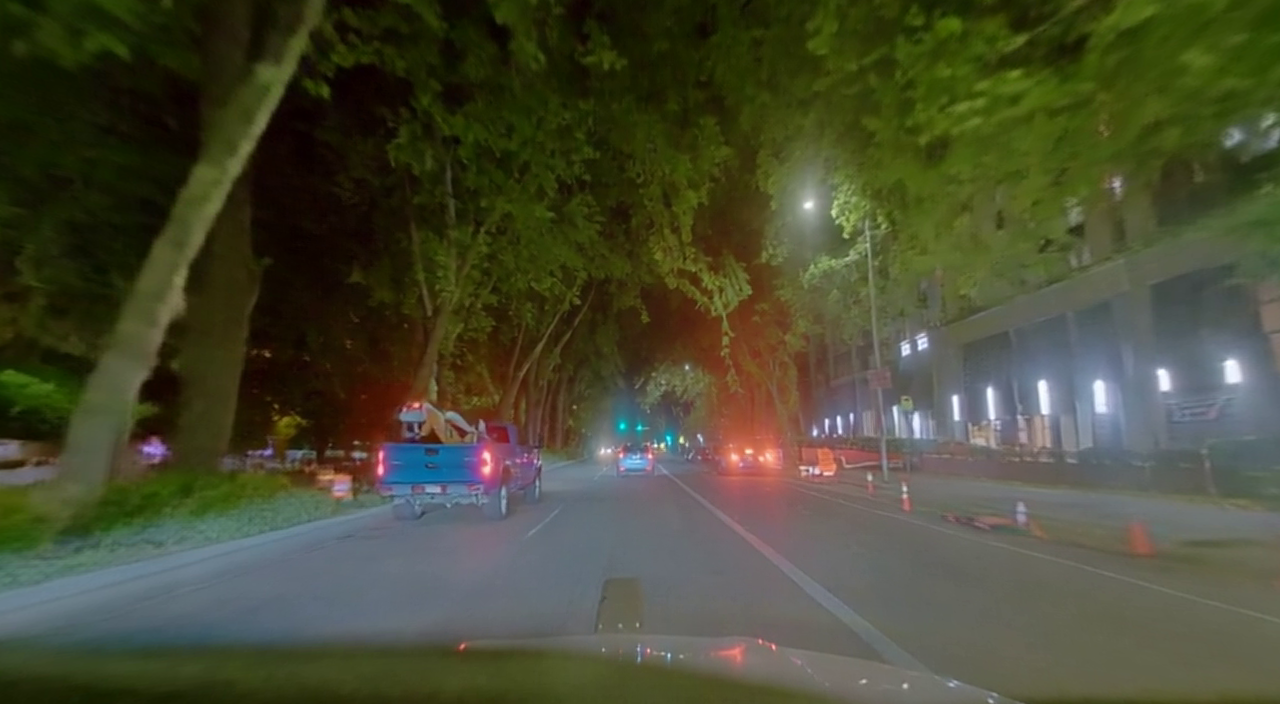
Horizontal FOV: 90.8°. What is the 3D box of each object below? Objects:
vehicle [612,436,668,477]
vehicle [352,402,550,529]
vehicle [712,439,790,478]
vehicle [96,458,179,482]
[{"bbox_3d":[-0.046,4.856,29.552,2.413,1.748,4.406,0,-8,-1],"label":"vehicle"},{"bbox_3d":[-3.508,2.287,13.302,2.424,2.063,5.678,0,-9,0],"label":"vehicle"},{"bbox_3d":[4.950,4.807,28.878,2.082,1.601,4.451,1,-9,-10],"label":"vehicle"},{"bbox_3d":[-34.849,8.190,43.956,1.876,1.470,4.711,0,-8,0],"label":"vehicle"}]
